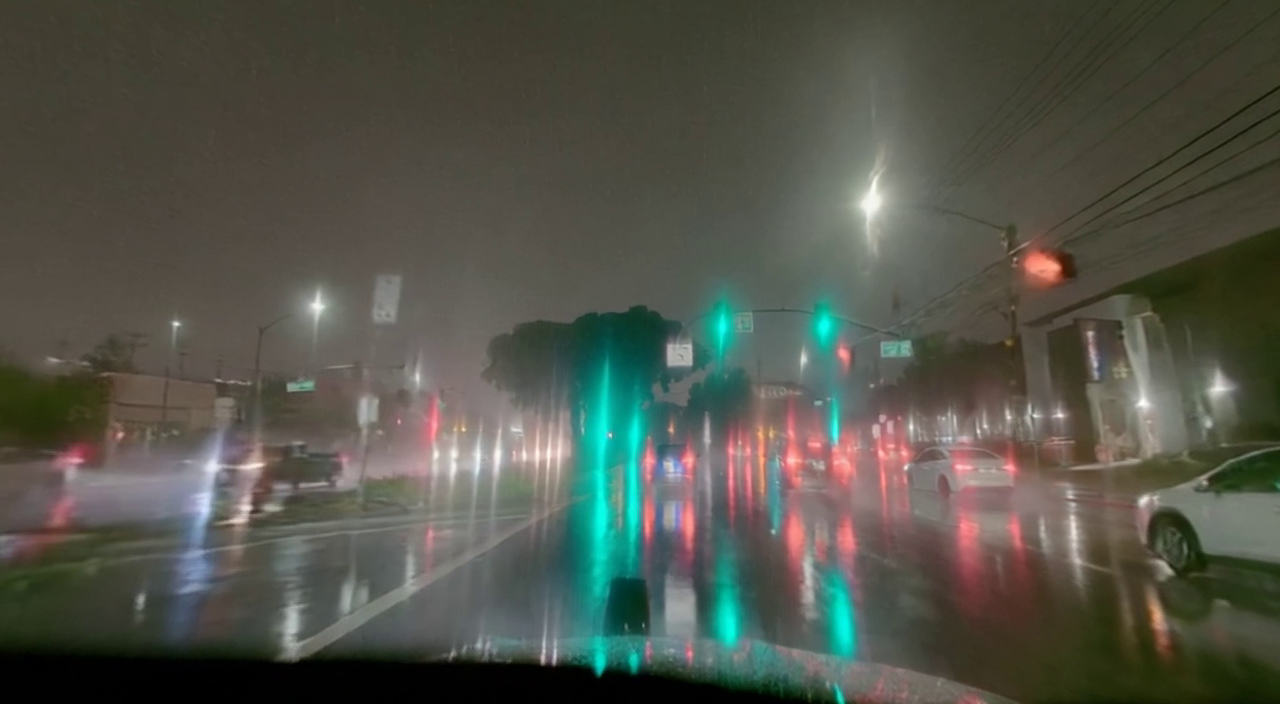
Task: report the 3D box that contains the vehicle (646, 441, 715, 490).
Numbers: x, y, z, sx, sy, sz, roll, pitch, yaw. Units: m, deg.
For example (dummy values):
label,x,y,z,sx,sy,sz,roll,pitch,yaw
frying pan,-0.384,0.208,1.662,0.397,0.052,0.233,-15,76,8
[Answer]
label,x,y,z,sx,sy,sz,roll,pitch,yaw
vehicle,1.456,3.897,22.088,2.168,1.527,4.174,-1,-8,5

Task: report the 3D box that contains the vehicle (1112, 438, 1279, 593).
label,x,y,z,sx,sy,sz,roll,pitch,yaw
vehicle,7.073,1.547,5.887,1.866,1.471,4.478,0,-8,1

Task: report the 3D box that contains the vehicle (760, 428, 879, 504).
label,x,y,z,sx,sy,sz,roll,pitch,yaw
vehicle,4.831,3.133,17.819,2.119,1.810,4.848,0,-8,3

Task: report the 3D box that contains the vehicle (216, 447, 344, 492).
label,x,y,z,sx,sy,sz,roll,pitch,yaw
vehicle,-12.326,4.026,21.955,1.779,1.388,4.210,0,-8,4

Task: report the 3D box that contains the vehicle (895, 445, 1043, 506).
label,x,y,z,sx,sy,sz,roll,pitch,yaw
vehicle,9.058,3.387,17.866,1.882,1.463,4.543,0,-8,2

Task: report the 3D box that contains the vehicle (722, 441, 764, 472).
label,x,y,z,sx,sy,sz,roll,pitch,yaw
vehicle,5.702,5.825,35.312,1.896,1.612,4.203,-1,-8,4
